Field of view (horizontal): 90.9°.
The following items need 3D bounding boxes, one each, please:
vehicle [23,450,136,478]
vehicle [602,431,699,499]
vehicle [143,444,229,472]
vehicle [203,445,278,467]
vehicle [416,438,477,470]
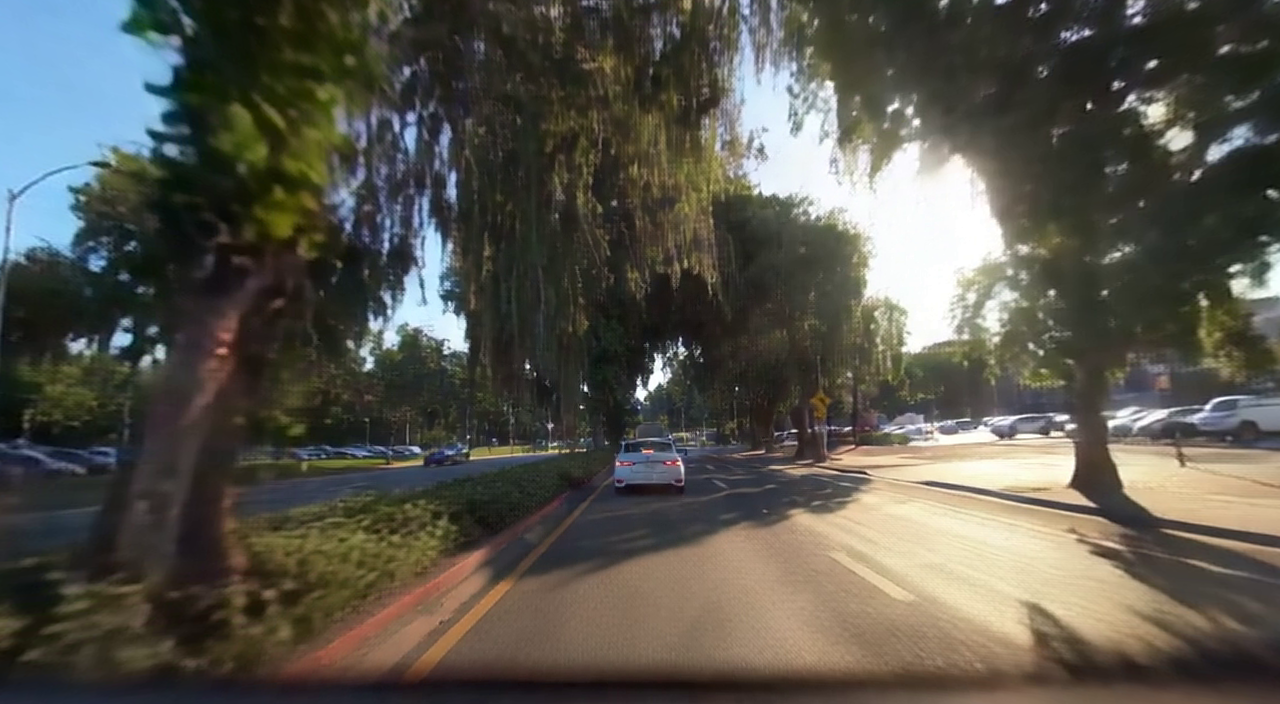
[{"bbox_3d":[-30.532,6.075,34.423,4.356,1.444,1.819,0,-8,-1],"label":"vehicle"},{"bbox_3d":[0.184,2.740,15.721,2.093,1.442,3.977,0,-8,-1],"label":"vehicle"},{"bbox_3d":[-30.241,7.035,42.073,4.266,1.600,1.877,-3,-8,-2],"label":"vehicle"},{"bbox_3d":[-29.961,7.790,47.327,4.342,1.621,1.967,-1,-8,5],"label":"vehicle"},{"bbox_3d":[-11.408,6.010,37.541,2.066,1.753,4.559,-1,-8,2],"label":"vehicle"}]
